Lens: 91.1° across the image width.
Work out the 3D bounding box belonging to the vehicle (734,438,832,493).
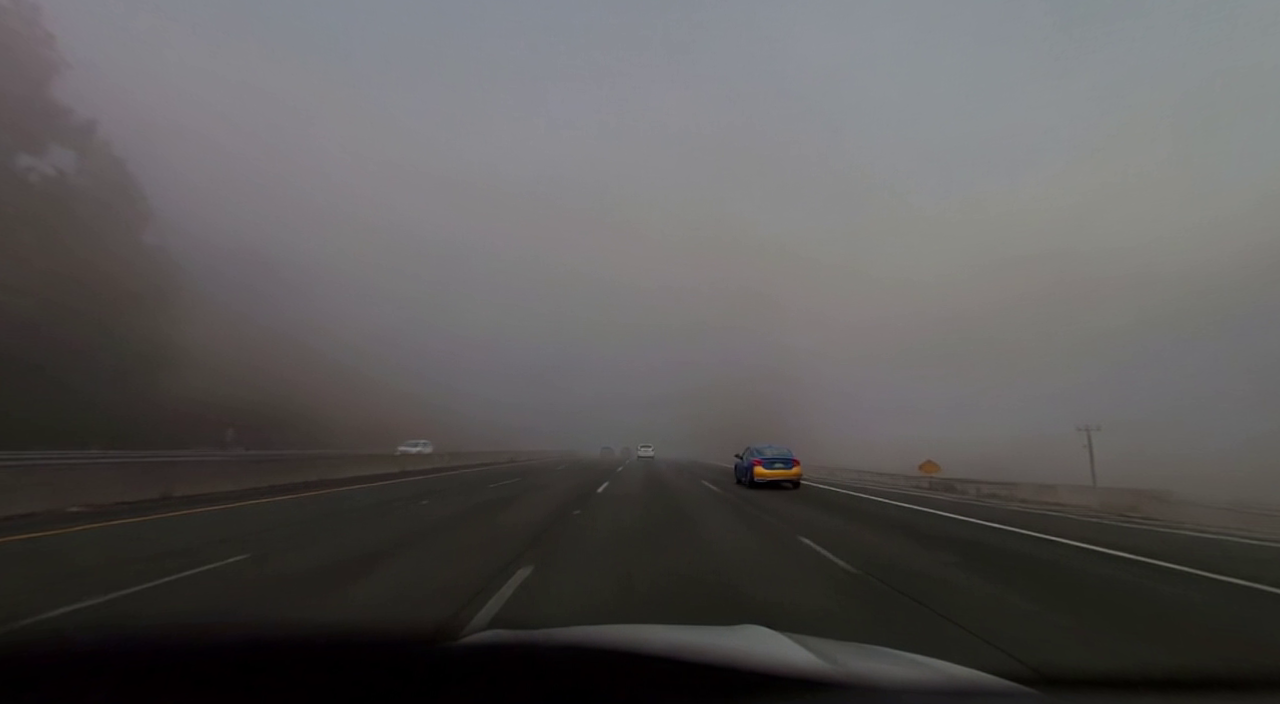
[{"bbox_3d":[4.383,3.547,20.061,2.008,1.524,4.598,1,-8,0],"label":"vehicle"}]

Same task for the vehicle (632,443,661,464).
[{"bbox_3d":[0.436,7.363,45.600,2.052,1.449,3.857,1,-8,0],"label":"vehicle"}]
